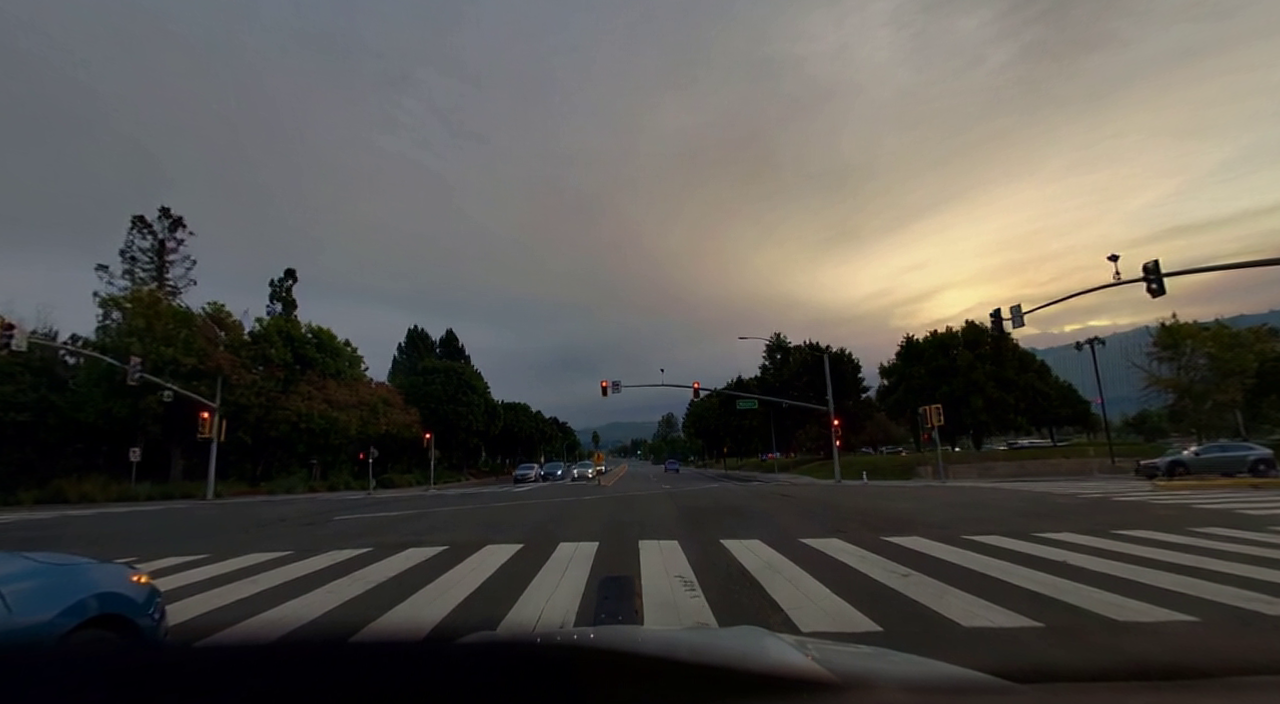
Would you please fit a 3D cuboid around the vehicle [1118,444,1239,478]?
[{"bbox_3d":[25.106,5.047,29.521,4.123,1.469,1.790,0,-8,-5],"label":"vehicle"}]

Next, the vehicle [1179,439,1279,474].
[{"bbox_3d":[25.674,4.379,26.586,4.347,1.411,1.784,0,-8,-2],"label":"vehicle"}]

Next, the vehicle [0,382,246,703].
[{"bbox_3d":[-2.989,0.753,1.238,1.969,1.513,3.773,0,-8,0],"label":"vehicle"}]
